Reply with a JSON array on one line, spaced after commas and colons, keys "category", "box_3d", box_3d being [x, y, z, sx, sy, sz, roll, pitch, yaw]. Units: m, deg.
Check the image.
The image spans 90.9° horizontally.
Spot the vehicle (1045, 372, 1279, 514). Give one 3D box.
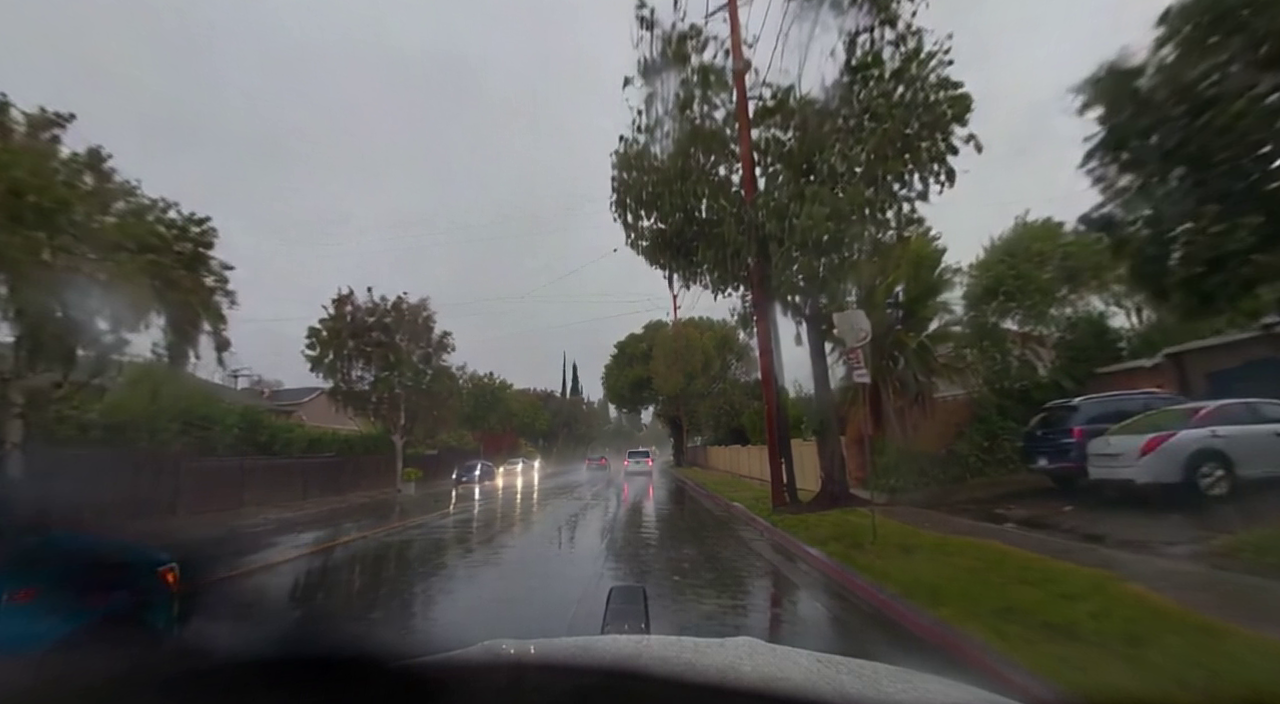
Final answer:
[{"category": "vehicle", "box_3d": [8.884, 1.283, 9.537, 3.992, 1.722, 1.911, -6, -9, 2]}]

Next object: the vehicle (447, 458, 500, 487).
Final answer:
[{"category": "vehicle", "box_3d": [-9.815, 7.150, 37.517, 1.879, 1.494, 4.445, -2, -9, 1]}]

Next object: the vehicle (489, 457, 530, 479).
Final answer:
[{"category": "vehicle", "box_3d": [-9.606, 8.602, 46.873, 2.068, 1.480, 4.641, 0, -9, 0]}]

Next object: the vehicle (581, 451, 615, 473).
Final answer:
[{"category": "vehicle", "box_3d": [-2.917, 7.777, 44.640, 1.968, 1.472, 4.489, 0, -9, 2]}]

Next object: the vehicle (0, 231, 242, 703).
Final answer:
[{"category": "vehicle", "box_3d": [-3.362, 0.397, 0.424, 2.336, 2.152, 5.866, 0, -9, 0]}]

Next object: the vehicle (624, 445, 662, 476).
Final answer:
[{"category": "vehicle", "box_3d": [0.205, 6.359, 37.193, 2.120, 1.718, 3.909, 0, -9, 0]}]
